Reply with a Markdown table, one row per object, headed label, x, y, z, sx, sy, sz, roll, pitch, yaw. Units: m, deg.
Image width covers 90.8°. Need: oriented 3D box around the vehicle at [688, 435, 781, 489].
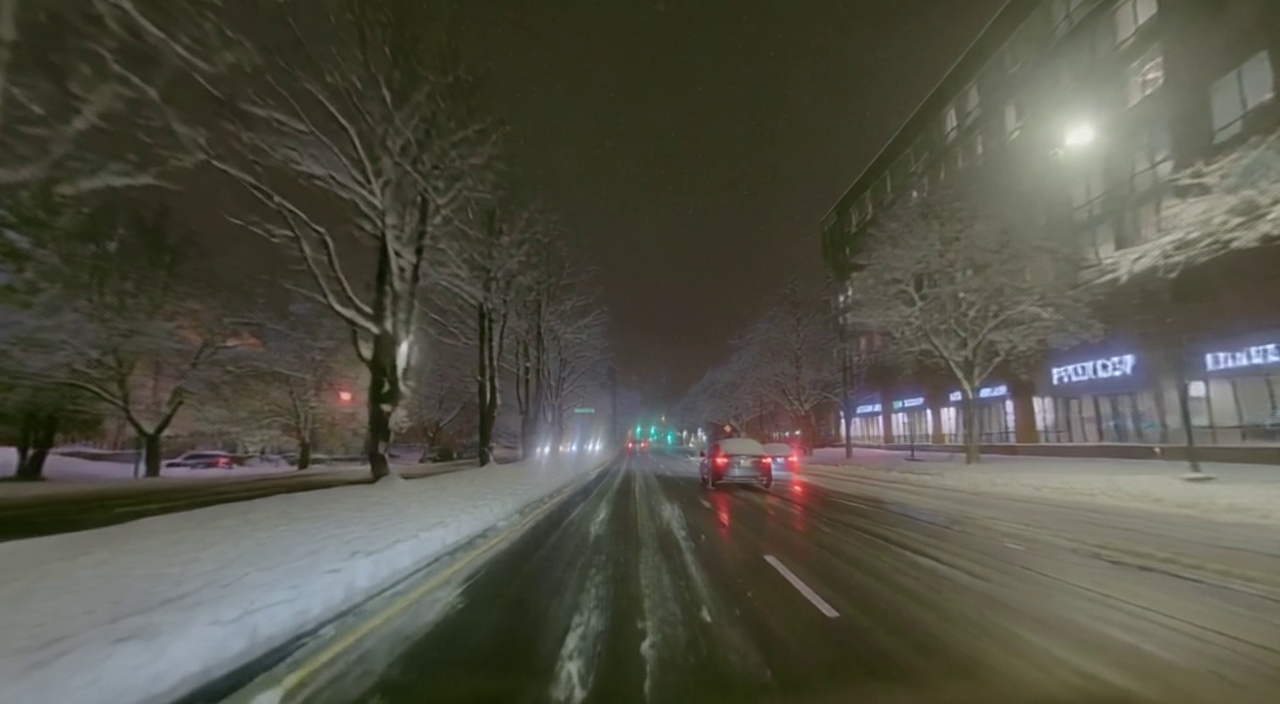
| label | x | y | z | sx | sy | sz | roll | pitch | yaw |
| --- | --- | --- | --- | --- | --- | --- | --- | --- | --- |
| vehicle | 2.808 | 3.405 | 19.889 | 2.131 | 1.491 | 4.496 | 0 | -8 | -1 |
